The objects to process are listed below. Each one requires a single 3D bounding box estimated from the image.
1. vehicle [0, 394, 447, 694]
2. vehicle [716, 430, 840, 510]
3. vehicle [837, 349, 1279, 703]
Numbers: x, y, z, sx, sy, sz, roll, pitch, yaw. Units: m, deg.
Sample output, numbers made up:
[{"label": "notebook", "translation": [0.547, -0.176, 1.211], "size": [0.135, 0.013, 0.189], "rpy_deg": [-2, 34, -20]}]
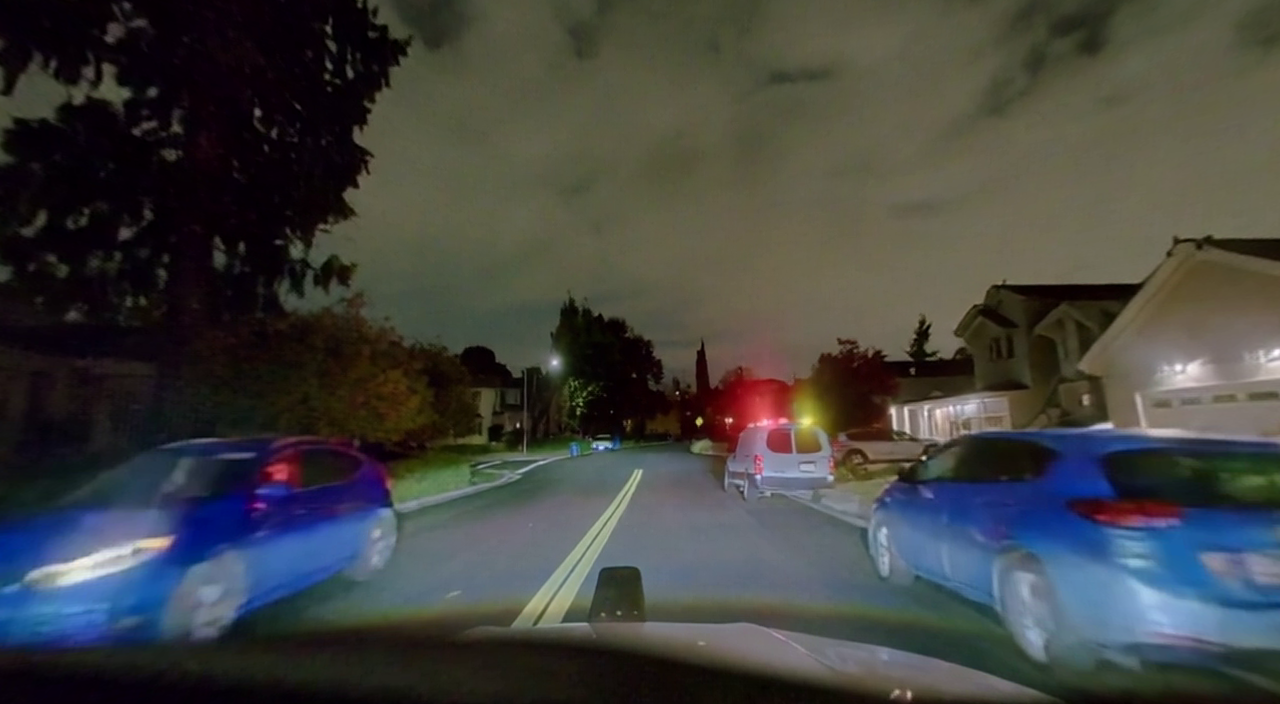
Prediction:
[{"label": "vehicle", "translation": [-3.979, 1.495, 6.362], "size": [2.278, 1.704, 5.321], "rpy_deg": [0, -8, 1]}, {"label": "vehicle", "translation": [3.248, 2.927, 16.151], "size": [2.074, 1.646, 5.457], "rpy_deg": [1, -9, 1]}, {"label": "vehicle", "translation": [3.026, 1.122, 4.505], "size": [1.822, 1.668, 4.147], "rpy_deg": [0, -9, -1]}]
